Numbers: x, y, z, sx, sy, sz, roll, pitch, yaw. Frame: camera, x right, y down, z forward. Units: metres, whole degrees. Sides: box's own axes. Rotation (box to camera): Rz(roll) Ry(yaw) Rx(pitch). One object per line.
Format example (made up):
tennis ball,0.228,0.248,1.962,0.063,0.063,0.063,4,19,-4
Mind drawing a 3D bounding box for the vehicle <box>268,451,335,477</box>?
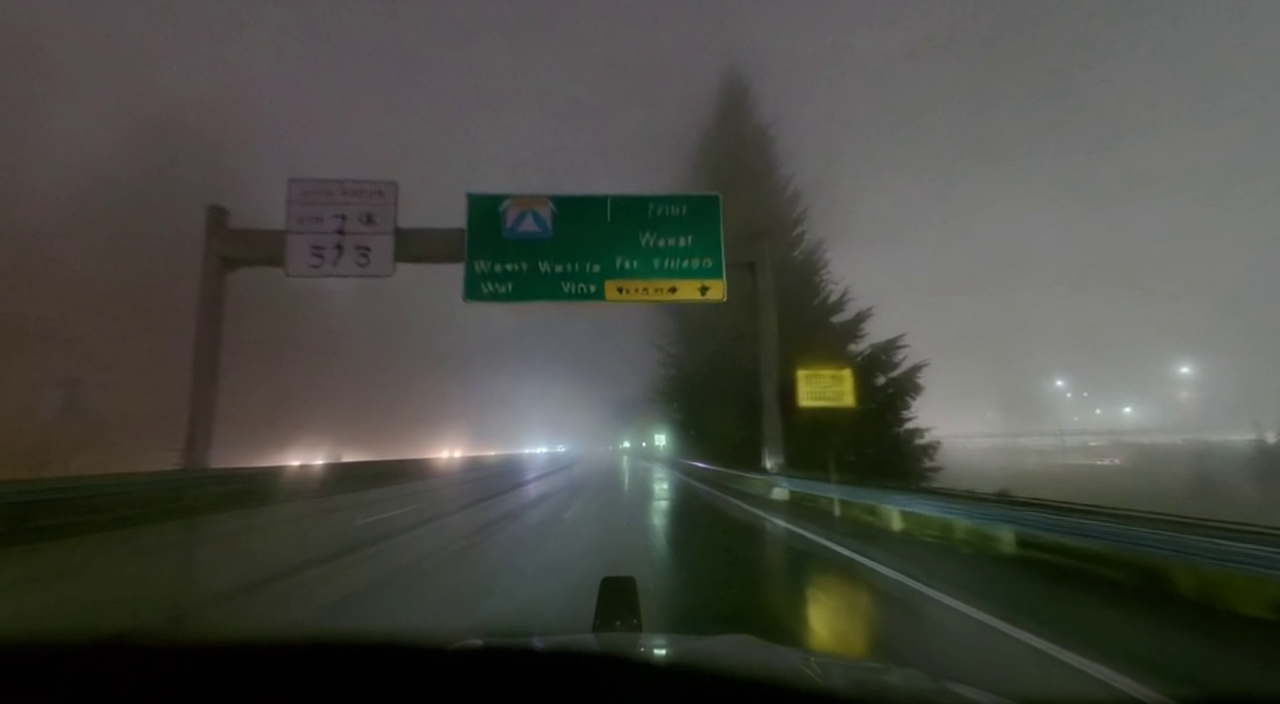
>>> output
vehicle,-21.192,7.005,39.416,1.790,1.464,4.417,0,-9,-1
